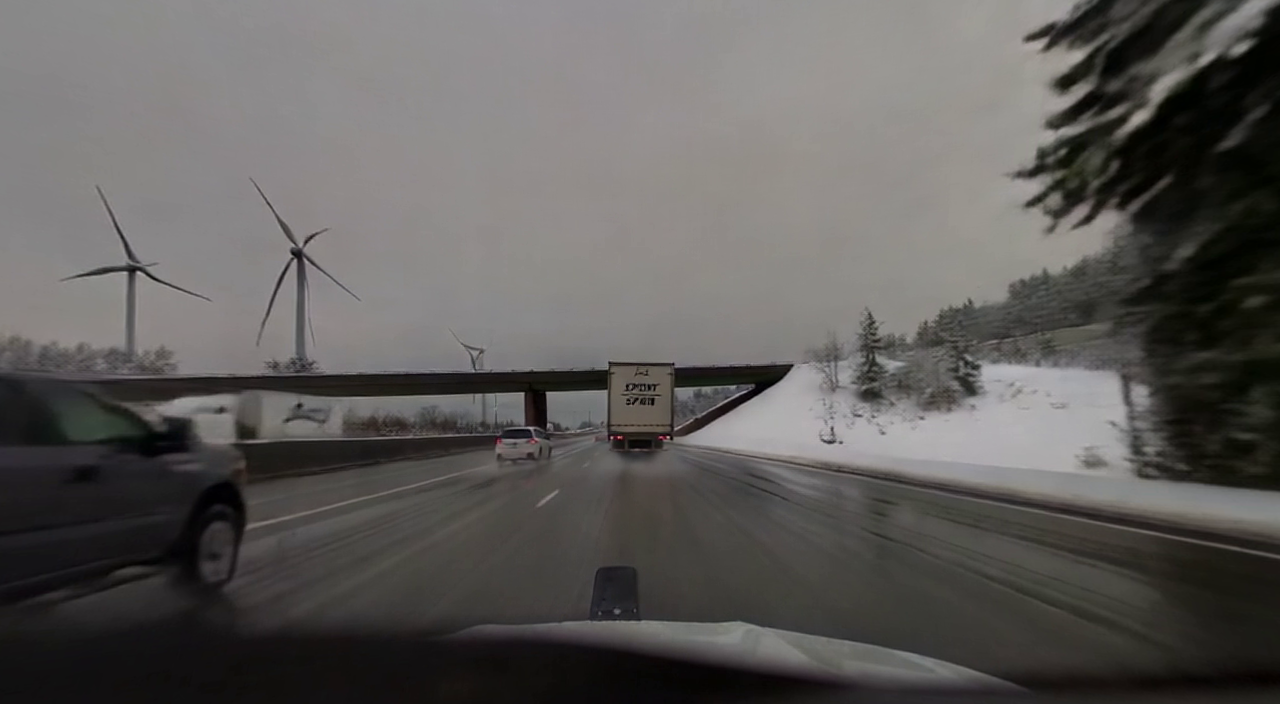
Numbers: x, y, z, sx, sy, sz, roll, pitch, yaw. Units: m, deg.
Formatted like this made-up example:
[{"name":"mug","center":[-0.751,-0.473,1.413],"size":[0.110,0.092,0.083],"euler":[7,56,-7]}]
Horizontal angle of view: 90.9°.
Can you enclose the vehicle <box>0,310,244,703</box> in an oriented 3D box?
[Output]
[{"name":"vehicle","center":[-4.014,0.643,2.231],"size":[2.283,1.814,4.568],"euler":[0,-8,-1]}]

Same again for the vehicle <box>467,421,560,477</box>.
[{"name":"vehicle","center":[-4.153,3.279,21.661],"size":[2.167,1.686,4.946],"euler":[0,-8,0]}]

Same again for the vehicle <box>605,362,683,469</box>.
[{"name":"vehicle","center":[0.007,3.179,29.820],"size":[2.906,3.990,12.551],"euler":[0,-8,-1]}]
